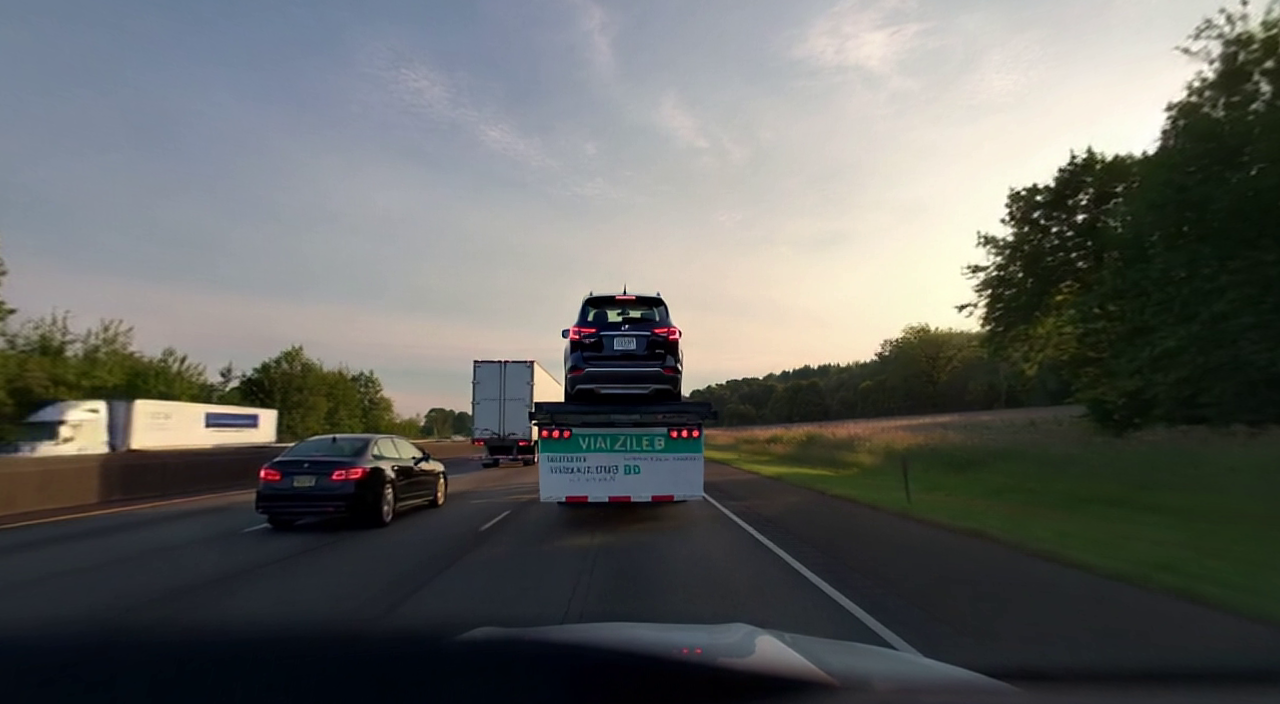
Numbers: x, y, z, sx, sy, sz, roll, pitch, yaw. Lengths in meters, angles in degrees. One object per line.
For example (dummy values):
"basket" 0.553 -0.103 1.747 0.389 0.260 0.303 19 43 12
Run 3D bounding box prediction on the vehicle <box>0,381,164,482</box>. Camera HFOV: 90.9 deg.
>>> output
"vehicle" -24.846 3.444 27.230 2.977 3.792 7.060 0 -8 -1

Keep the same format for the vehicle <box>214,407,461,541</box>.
"vehicle" -4.440 1.823 10.177 1.914 1.675 4.331 0 -7 -1

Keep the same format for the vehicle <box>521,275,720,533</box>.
"vehicle" -0.421 1.287 13.492 2.738 3.628 9.223 0 -7 -2

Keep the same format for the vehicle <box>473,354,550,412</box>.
"vehicle" -4.694 1.273 23.716 2.118 1.799 4.591 0 -7 -3
